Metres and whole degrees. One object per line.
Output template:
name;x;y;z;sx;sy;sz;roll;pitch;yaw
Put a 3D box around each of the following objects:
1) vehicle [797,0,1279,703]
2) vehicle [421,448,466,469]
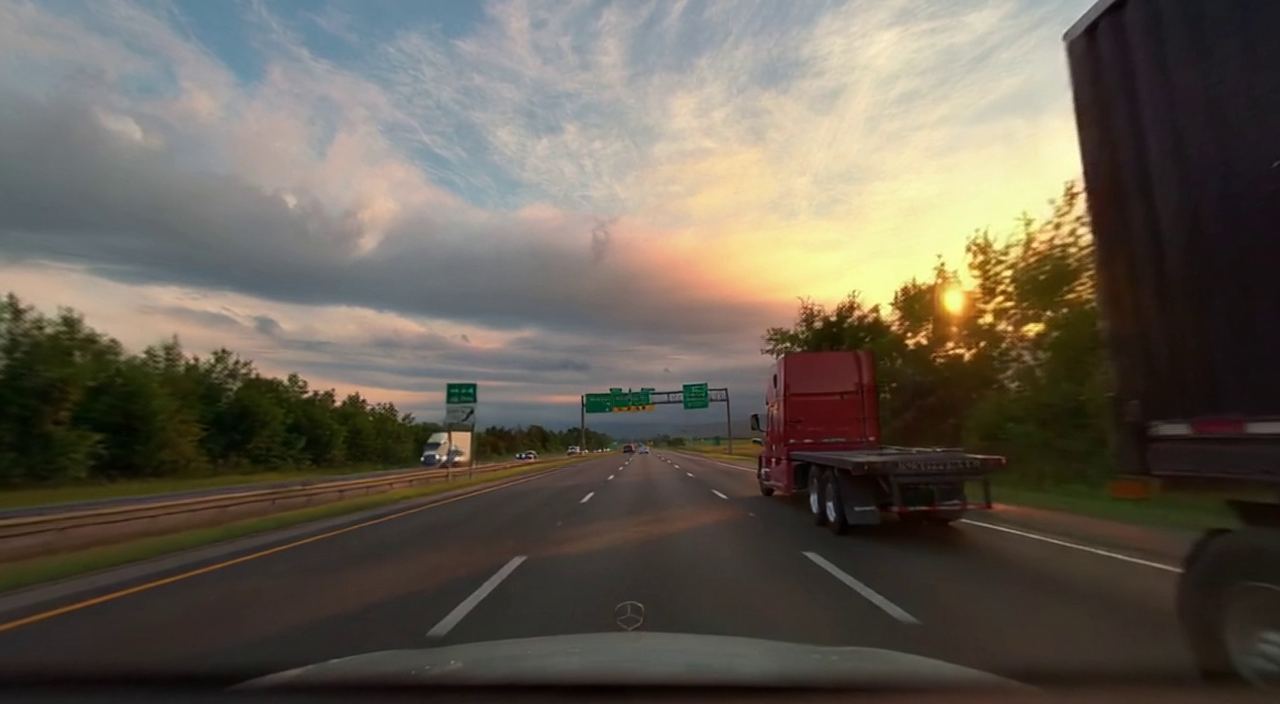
vehicle;4.093;-0.160;3.584;3.060;4.100;13.141;0;-9;0
vehicle;-14.465;7.870;46.651;1.869;1.464;4.207;0;-9;1
